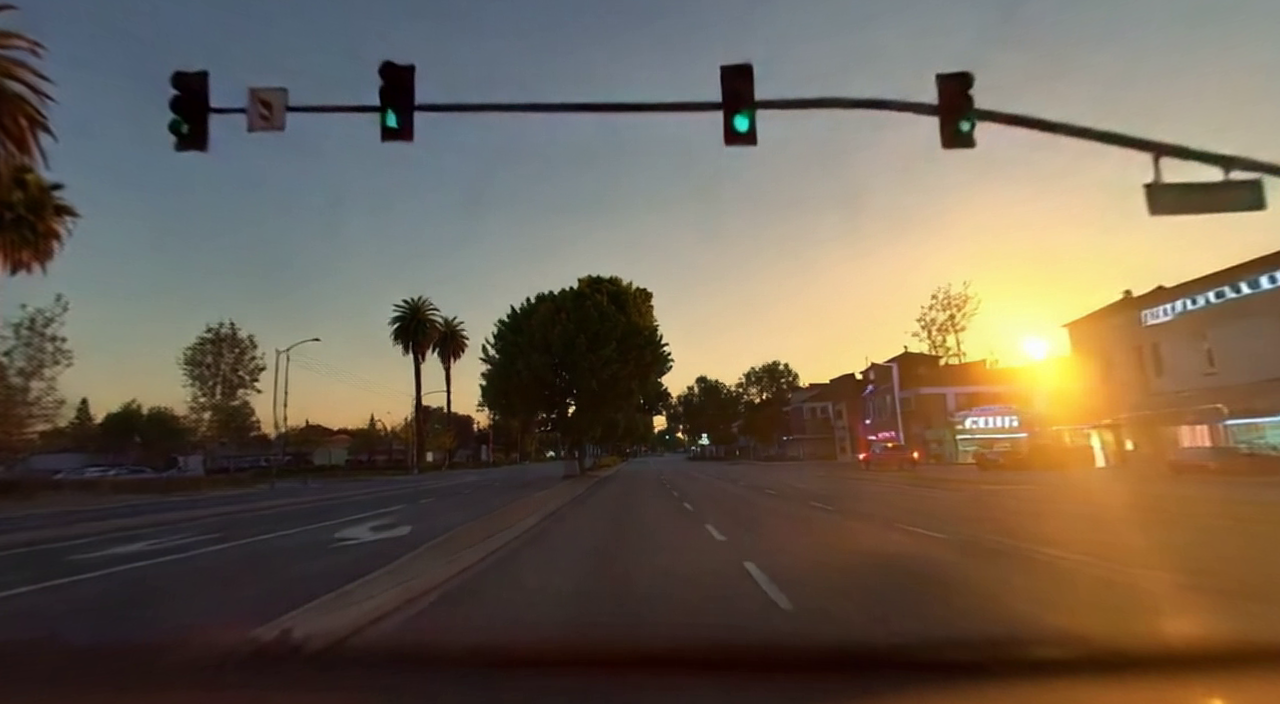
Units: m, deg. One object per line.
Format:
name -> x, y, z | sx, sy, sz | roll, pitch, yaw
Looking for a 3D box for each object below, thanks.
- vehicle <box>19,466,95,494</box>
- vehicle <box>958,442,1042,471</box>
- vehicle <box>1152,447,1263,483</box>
vehicle -> -37.176, 8.145, 40.251 | 4.301, 1.605, 1.898 | -4, -10, 25
vehicle -> 20.349, 5.912, 35.780 | 3.576, 1.443, 1.822 | -2, -8, -2
vehicle -> 22.599, 4.490, 25.199 | 3.280, 1.344, 1.518 | 2, -9, -12
